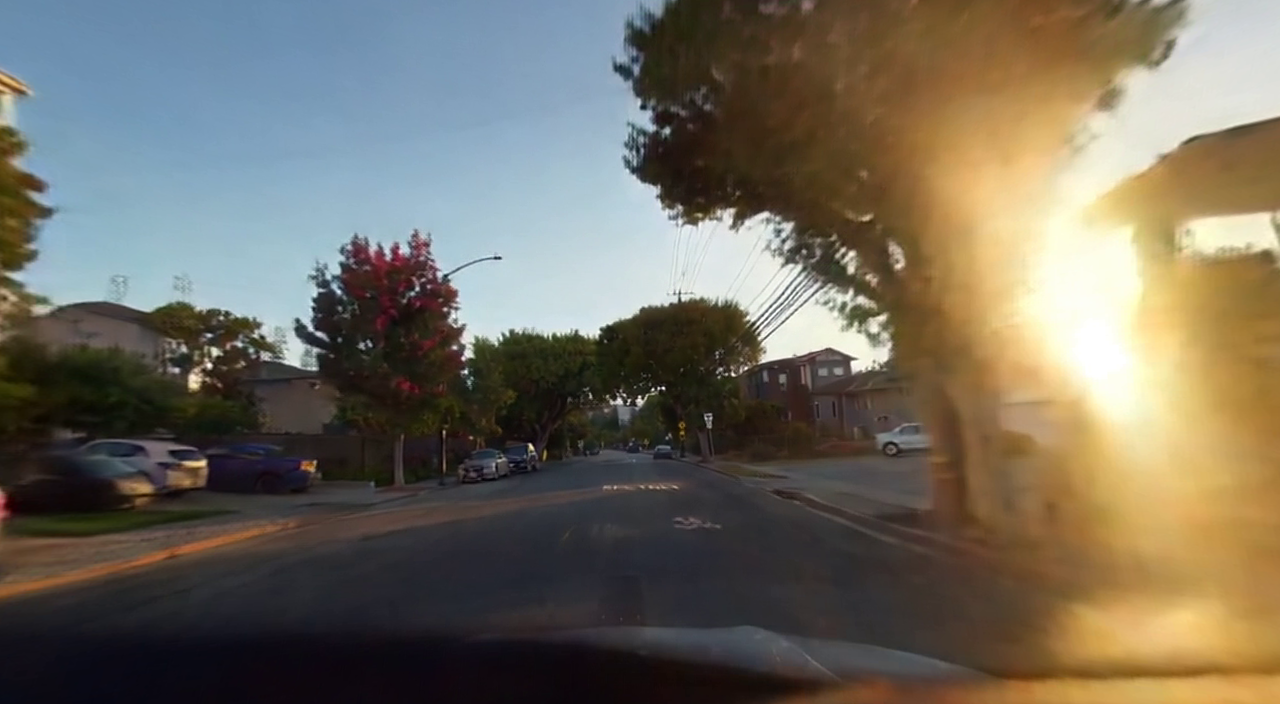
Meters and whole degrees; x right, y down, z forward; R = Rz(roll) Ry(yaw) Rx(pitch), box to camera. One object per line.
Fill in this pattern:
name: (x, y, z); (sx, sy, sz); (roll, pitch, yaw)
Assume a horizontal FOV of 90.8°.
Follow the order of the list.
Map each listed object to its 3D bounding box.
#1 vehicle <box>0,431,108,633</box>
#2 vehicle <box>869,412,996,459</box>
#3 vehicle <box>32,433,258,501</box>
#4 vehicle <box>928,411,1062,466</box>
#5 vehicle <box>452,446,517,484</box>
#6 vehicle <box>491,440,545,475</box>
vehicle: (-6.722, 1.384, 4.020); (2.162, 1.757, 5.201); (-2, -9, 0)
vehicle: (13.748, 3.963, 29.817); (4.836, 1.789, 2.229); (-11, -11, 39)
vehicle: (-14.295, 3.331, 18.566); (4.543, 1.824, 2.379); (0, -9, -3)
vehicle: (13.535, 3.326, 24.208); (4.145, 1.767, 1.880); (-9, -10, 30)
vehicle: (-7.107, 5.196, 29.287); (2.041, 1.587, 3.920); (-2, -9, 0)
vehicle: (-7.090, 6.197, 37.207); (2.135, 1.787, 4.452); (-4, -9, 1)
